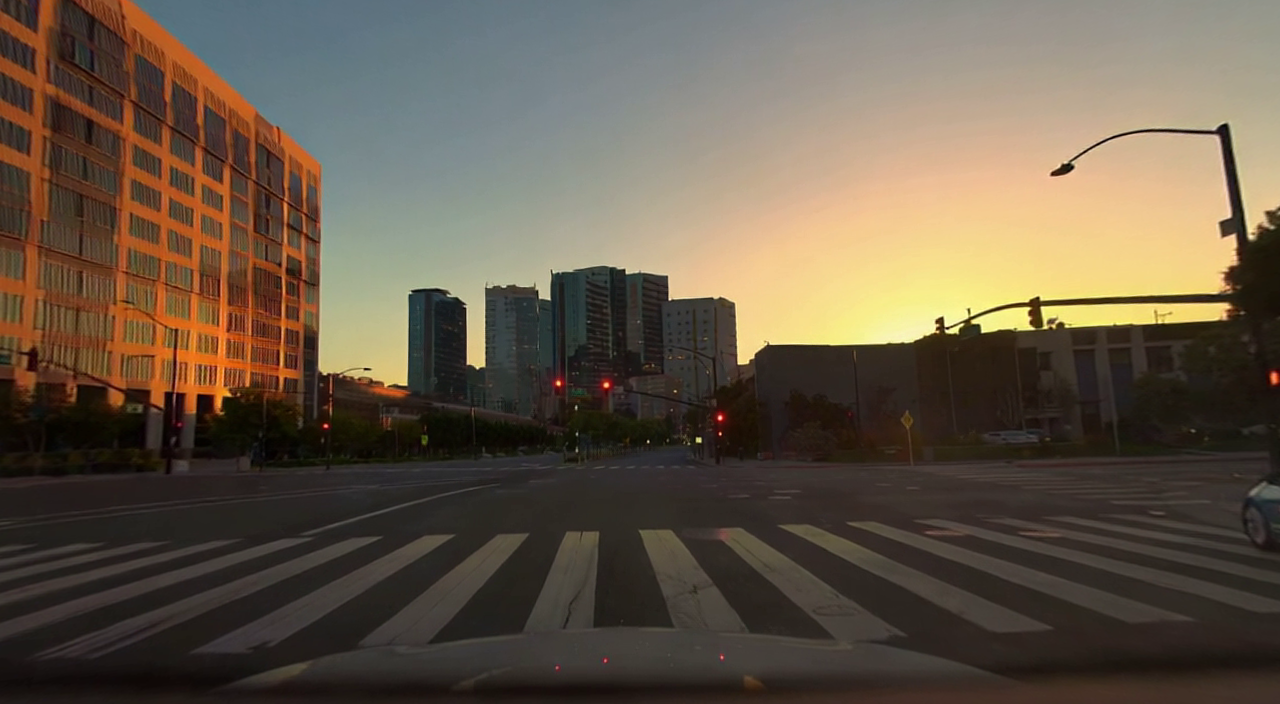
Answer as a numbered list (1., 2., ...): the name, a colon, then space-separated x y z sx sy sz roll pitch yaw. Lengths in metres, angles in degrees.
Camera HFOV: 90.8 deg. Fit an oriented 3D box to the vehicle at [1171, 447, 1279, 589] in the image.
1. vehicle: 7.347 1.533 5.358 1.935 1.421 4.716 -1 -8 6
